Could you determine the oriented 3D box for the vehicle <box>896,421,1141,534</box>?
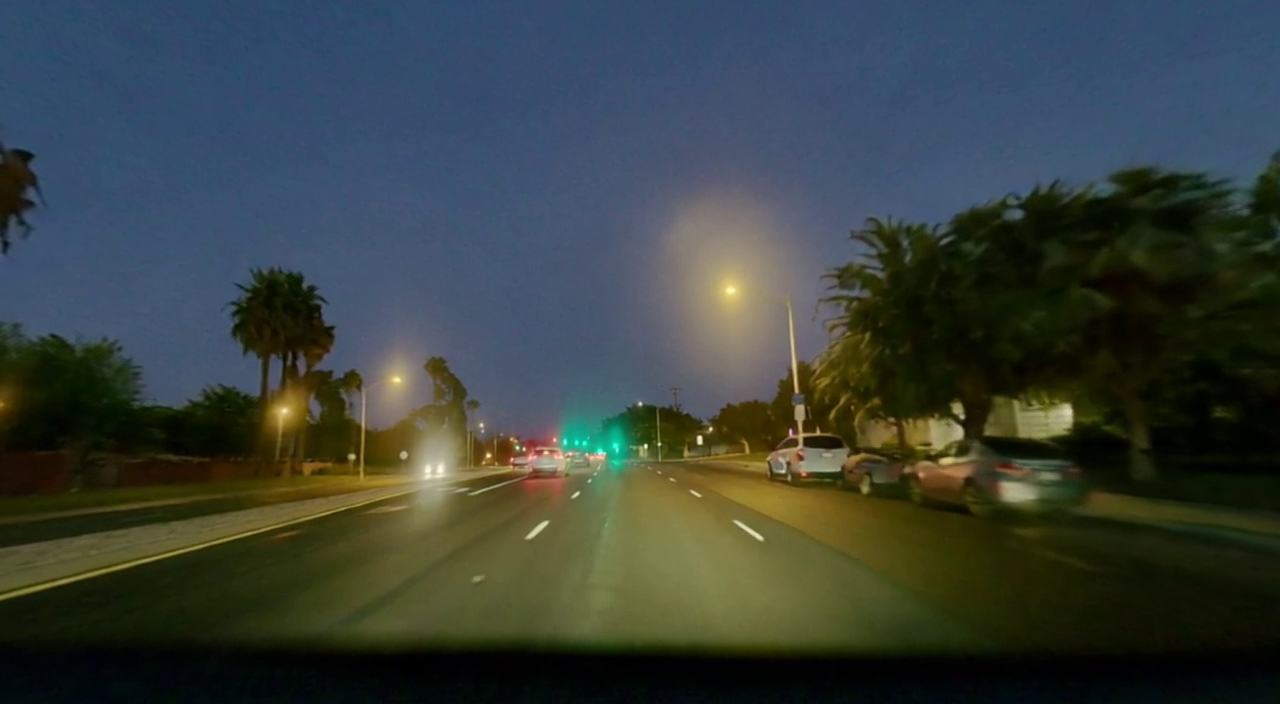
[{"bbox_3d":[6.672,2.241,11.865,1.962,1.725,4.257,0,-8,1],"label":"vehicle"}]

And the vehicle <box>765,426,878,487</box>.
[{"bbox_3d":[6.618,3.917,23.958,2.418,2.004,6.128,0,-8,0],"label":"vehicle"}]

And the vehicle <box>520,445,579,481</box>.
[{"bbox_3d":[-3.937,4.904,28.254,2.108,1.475,4.555,0,-8,-1],"label":"vehicle"}]

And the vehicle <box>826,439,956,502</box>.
[{"bbox_3d":[6.803,3.234,17.683,1.814,1.521,4.215,0,-8,-2],"label":"vehicle"}]
